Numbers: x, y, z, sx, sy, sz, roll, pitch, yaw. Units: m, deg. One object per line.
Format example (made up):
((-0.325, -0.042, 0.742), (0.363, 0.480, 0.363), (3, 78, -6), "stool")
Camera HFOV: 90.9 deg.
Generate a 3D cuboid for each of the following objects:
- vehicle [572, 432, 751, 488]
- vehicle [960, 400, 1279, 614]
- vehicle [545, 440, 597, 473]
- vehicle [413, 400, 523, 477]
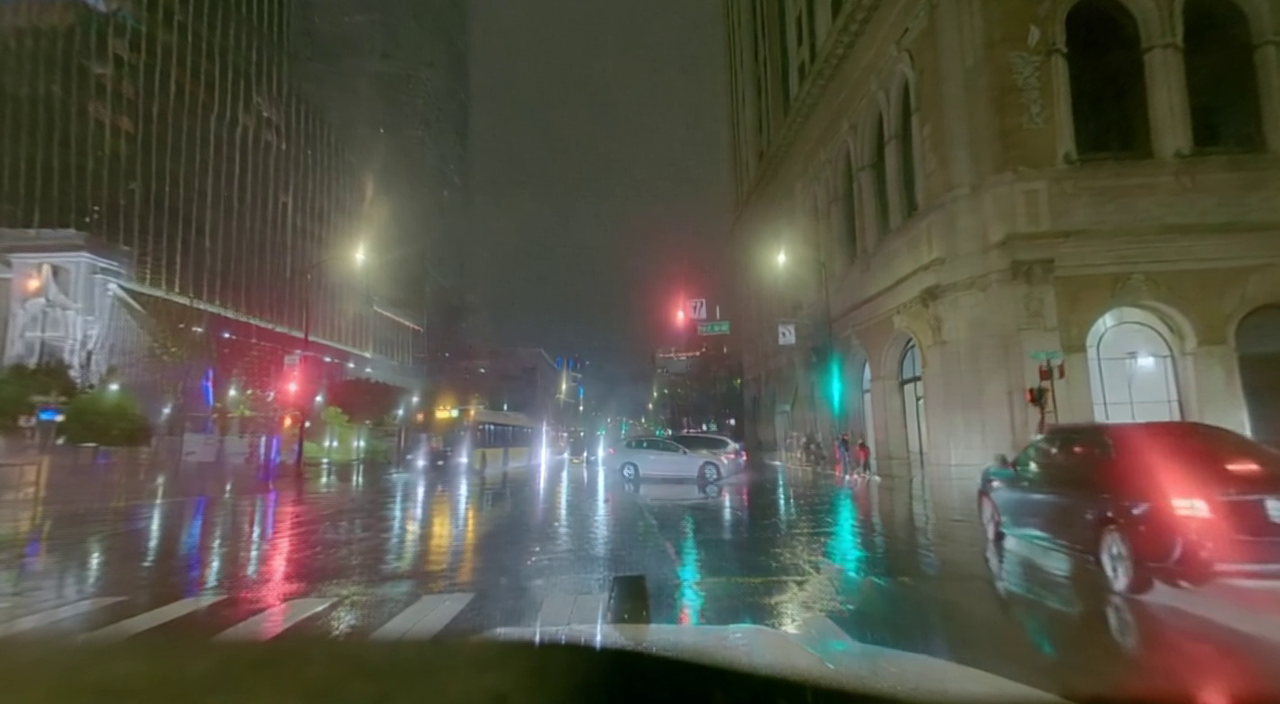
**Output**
((0.518, 3.301, 19.470), (5.388, 1.465, 2.050), (-8, -10, 40), "vehicle")
((4.966, 1.398, 6.563), (2.006, 1.495, 4.271), (-2, -9, 15), "vehicle")
((-3.163, 4.878, 29.730), (1.904, 1.402, 4.759), (0, -8, 0), "vehicle")
((-8.675, 4.636, 33.483), (2.916, 3.427, 10.189), (0, -8, 1), "vehicle")
